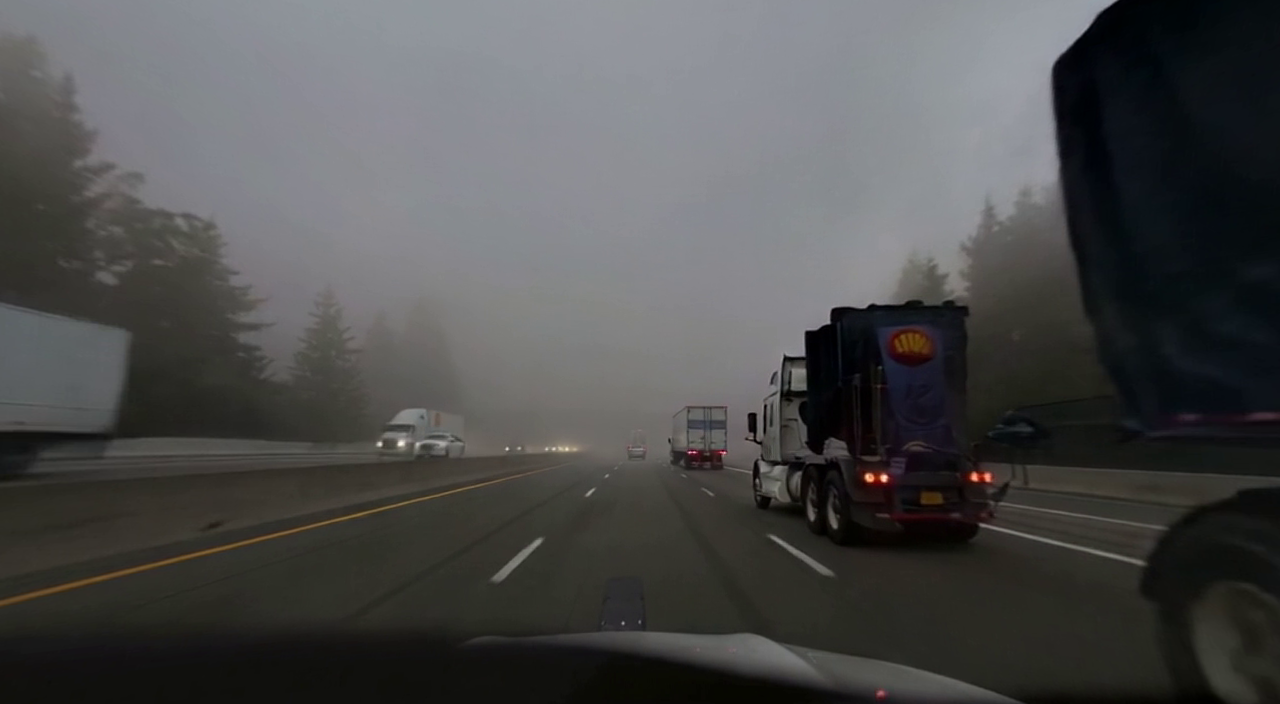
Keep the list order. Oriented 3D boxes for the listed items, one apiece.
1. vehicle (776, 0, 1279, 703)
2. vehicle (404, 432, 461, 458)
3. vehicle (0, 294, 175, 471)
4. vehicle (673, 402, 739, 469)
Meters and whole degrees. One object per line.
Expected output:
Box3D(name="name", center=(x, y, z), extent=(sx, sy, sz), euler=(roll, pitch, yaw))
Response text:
Box3D(name="vehicle", center=(4.025, 0.008, 4.629), extent=(2.922, 3.987, 14.038), euler=(0, -9, 0))
Box3D(name="vehicle", center=(-12.457, 5.631, 38.161), extent=(1.919, 1.497, 4.531), euler=(0, -9, 0))
Box3D(name="vehicle", center=(-15.849, 0.357, 11.984), extent=(2.918, 3.945, 14.545), euler=(0, -9, 0))
Box3D(name="vehicle", center=(4.272, 6.023, 44.598), extent=(2.881, 3.995, 14.382), euler=(0, -9, -1))
